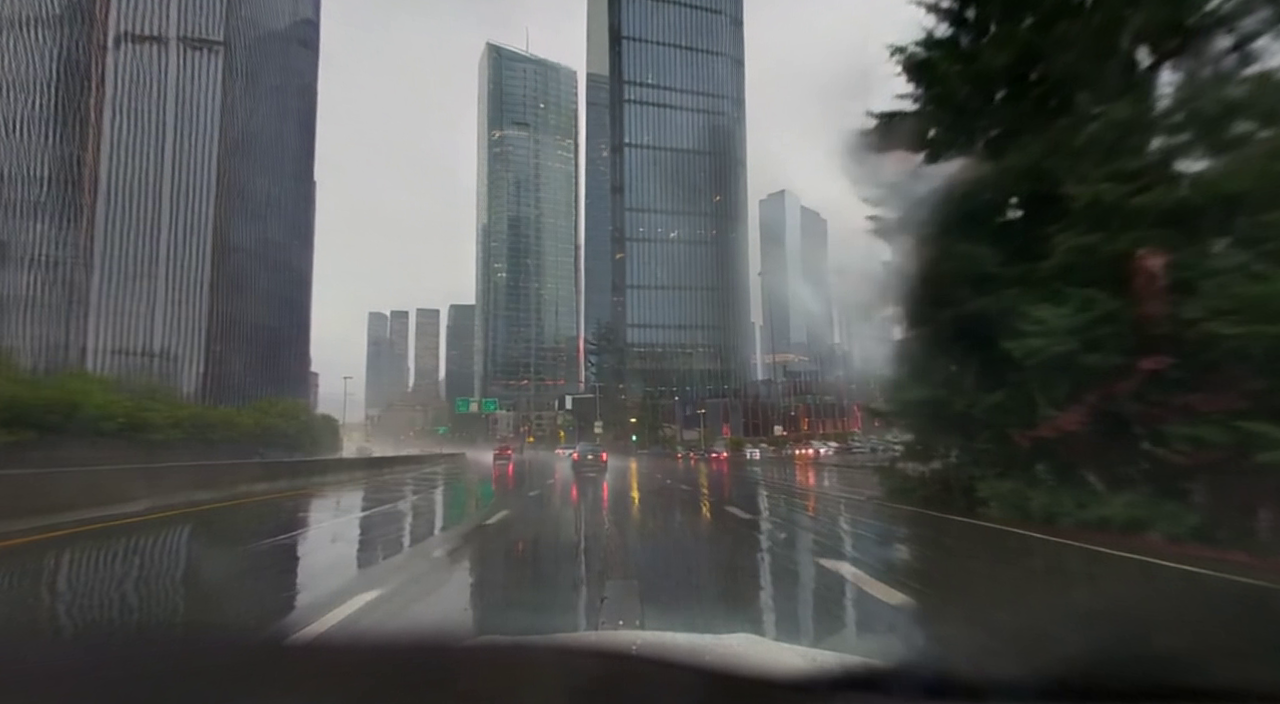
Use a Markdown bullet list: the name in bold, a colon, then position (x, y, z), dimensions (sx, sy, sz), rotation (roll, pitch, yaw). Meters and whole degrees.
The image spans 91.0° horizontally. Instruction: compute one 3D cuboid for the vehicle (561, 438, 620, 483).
- **vehicle**: position (-2.024, 4.404, 25.926), dimensions (2.183, 1.675, 4.319), rotation (1, -9, -4)
